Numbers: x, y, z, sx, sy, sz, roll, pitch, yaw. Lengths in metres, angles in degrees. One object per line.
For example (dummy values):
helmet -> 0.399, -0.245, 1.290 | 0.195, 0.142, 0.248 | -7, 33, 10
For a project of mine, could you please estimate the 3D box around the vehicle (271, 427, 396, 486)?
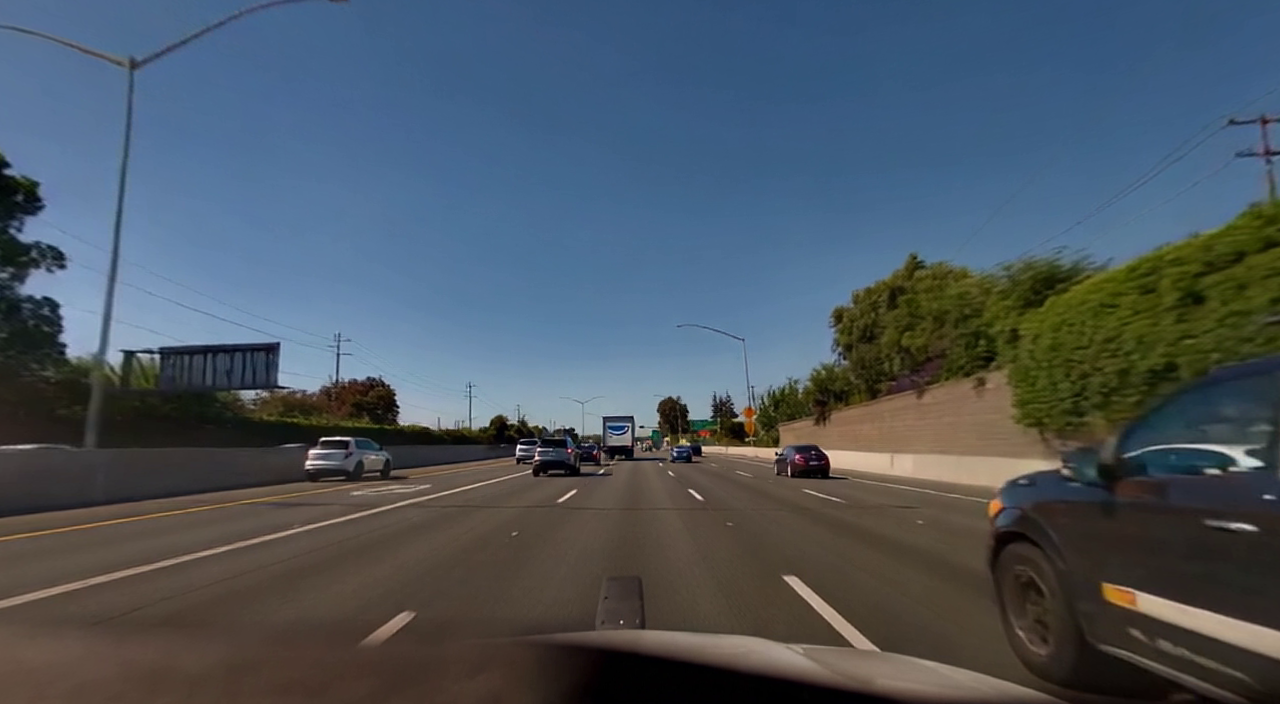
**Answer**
vehicle -> -10.117, 3.494, 21.240 | 2.023, 1.739, 4.229 | 0, -9, 1

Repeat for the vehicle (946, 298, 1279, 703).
vehicle -> 3.069, 0.624, 1.320 | 2.179, 1.739, 5.331 | 0, -9, 0

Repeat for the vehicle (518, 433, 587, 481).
vehicle -> -3.322, 4.085, 24.787 | 2.095, 1.688, 4.188 | 0, -9, 0

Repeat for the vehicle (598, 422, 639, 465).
vehicle -> -1.393, 6.353, 43.555 | 2.456, 2.705, 6.251 | 0, -9, 2

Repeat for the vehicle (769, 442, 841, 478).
vehicle -> 7.384, 4.867, 28.689 | 1.970, 1.499, 4.491 | 1, -9, -1

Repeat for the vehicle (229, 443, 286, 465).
vehicle -> -28.566, 7.633, 47.171 | 1.709, 1.502, 3.856 | 0, -9, 1

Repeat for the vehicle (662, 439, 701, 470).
vehicle -> 2.326, 5.878, 36.236 | 2.067, 1.654, 3.985 | 0, -9, 1
